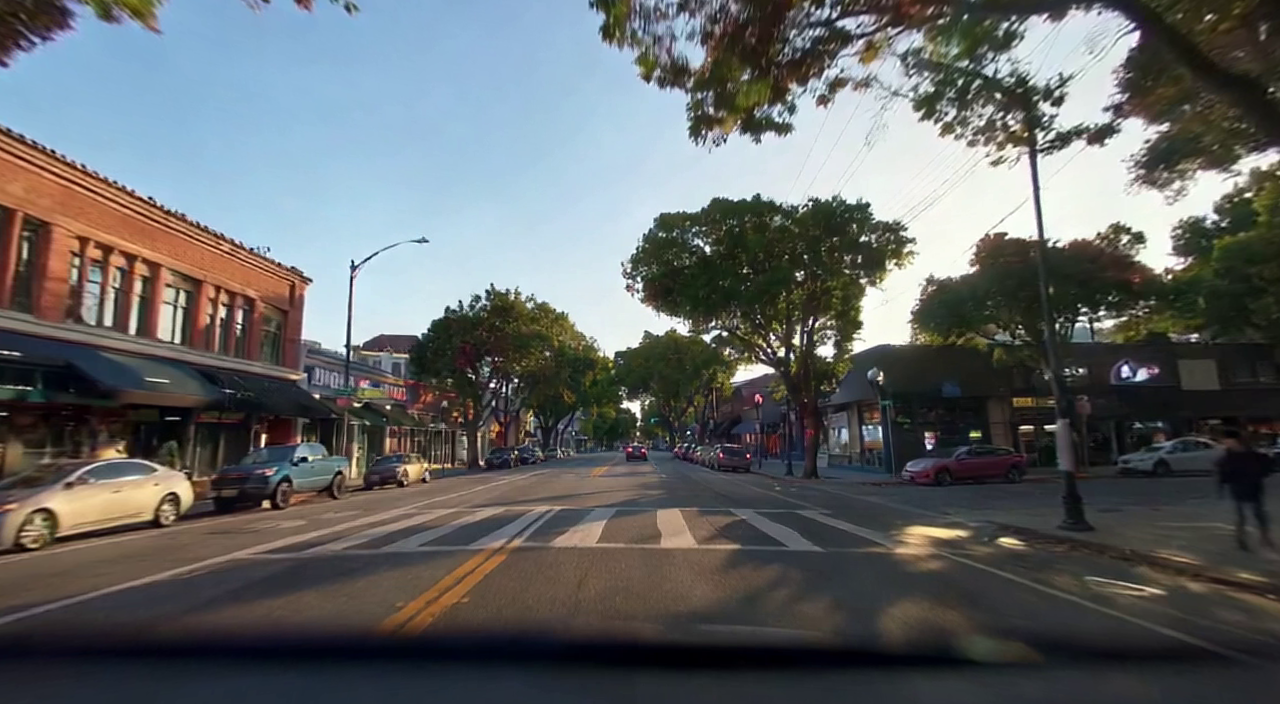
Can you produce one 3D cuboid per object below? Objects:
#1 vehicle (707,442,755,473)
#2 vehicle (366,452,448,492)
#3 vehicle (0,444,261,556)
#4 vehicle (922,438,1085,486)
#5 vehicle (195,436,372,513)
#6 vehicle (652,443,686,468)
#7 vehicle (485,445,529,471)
[{"bbox_3d":[5.474,6.398,38.654,2.042,1.787,5.110,0,-8,-1],"label":"vehicle"},{"bbox_3d":[-9.863,5.079,27.233,1.802,1.397,5.226,0,-8,-3],"label":"vehicle"},{"bbox_3d":[-9.683,2.568,11.914,2.025,1.555,5.138,0,-8,-2],"label":"vehicle"},{"bbox_3d":[13.035,3.964,22.888,4.563,1.633,2.144,0,-8,-1],"label":"vehicle"},{"bbox_3d":[-9.703,3.339,17.842,2.037,1.826,4.987,0,-8,1],"label":"vehicle"},{"bbox_3d":[1.915,7.008,43.064,1.998,1.580,4.015,0,-8,-2],"label":"vehicle"},{"bbox_3d":[-10.066,8.032,48.344,2.081,1.819,5.607,0,-8,1],"label":"vehicle"}]
